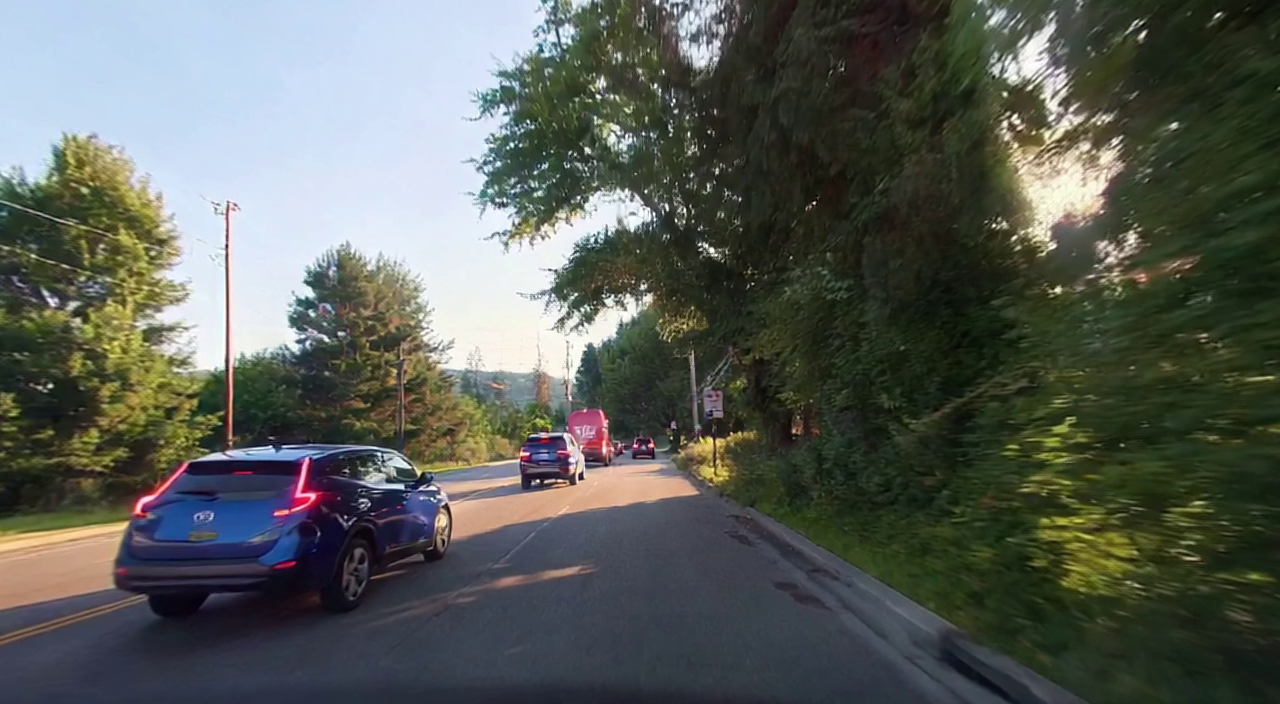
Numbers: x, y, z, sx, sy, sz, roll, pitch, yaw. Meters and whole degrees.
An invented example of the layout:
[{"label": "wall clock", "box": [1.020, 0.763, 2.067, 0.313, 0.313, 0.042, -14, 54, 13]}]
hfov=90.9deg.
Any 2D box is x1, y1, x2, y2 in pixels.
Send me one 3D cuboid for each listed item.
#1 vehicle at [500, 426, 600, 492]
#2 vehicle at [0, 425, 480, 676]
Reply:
[{"label": "vehicle", "box": [-2.649, 3.360, 20.173, 2.187, 1.821, 5.501, -1, -8, 2]}, {"label": "vehicle", "box": [-3.199, 1.526, 6.147, 1.966, 1.466, 4.699, 0, -8, 1]}]
